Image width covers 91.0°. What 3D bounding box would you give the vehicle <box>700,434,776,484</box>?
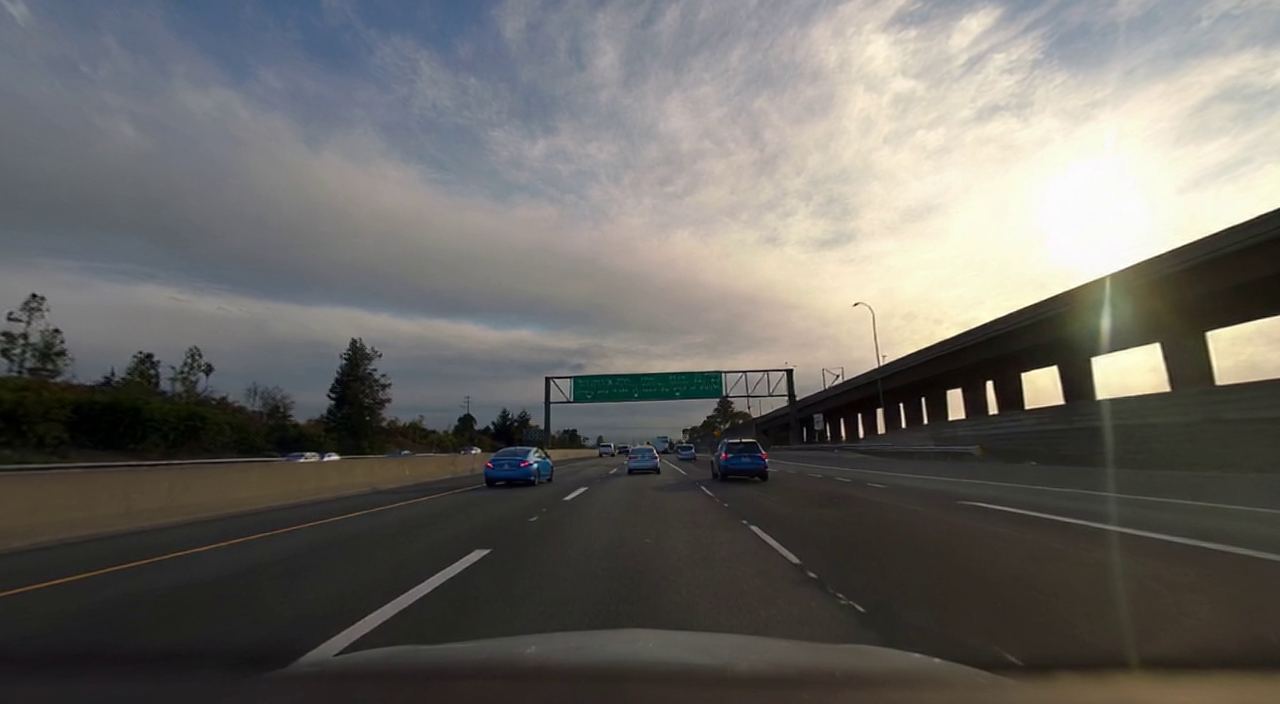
[{"bbox_3d":[3.649,4.086,24.257,2.202,1.748,4.158,0,-9,-1],"label":"vehicle"}]

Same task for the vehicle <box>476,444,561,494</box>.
[{"bbox_3d":[-3.996,3.916,21.483,2.031,1.491,4.145,0,-9,1],"label":"vehicle"}]

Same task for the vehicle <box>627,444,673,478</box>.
[{"bbox_3d":[0.460,5.193,30.314,2.089,1.493,3.964,0,-9,0],"label":"vehicle"}]
